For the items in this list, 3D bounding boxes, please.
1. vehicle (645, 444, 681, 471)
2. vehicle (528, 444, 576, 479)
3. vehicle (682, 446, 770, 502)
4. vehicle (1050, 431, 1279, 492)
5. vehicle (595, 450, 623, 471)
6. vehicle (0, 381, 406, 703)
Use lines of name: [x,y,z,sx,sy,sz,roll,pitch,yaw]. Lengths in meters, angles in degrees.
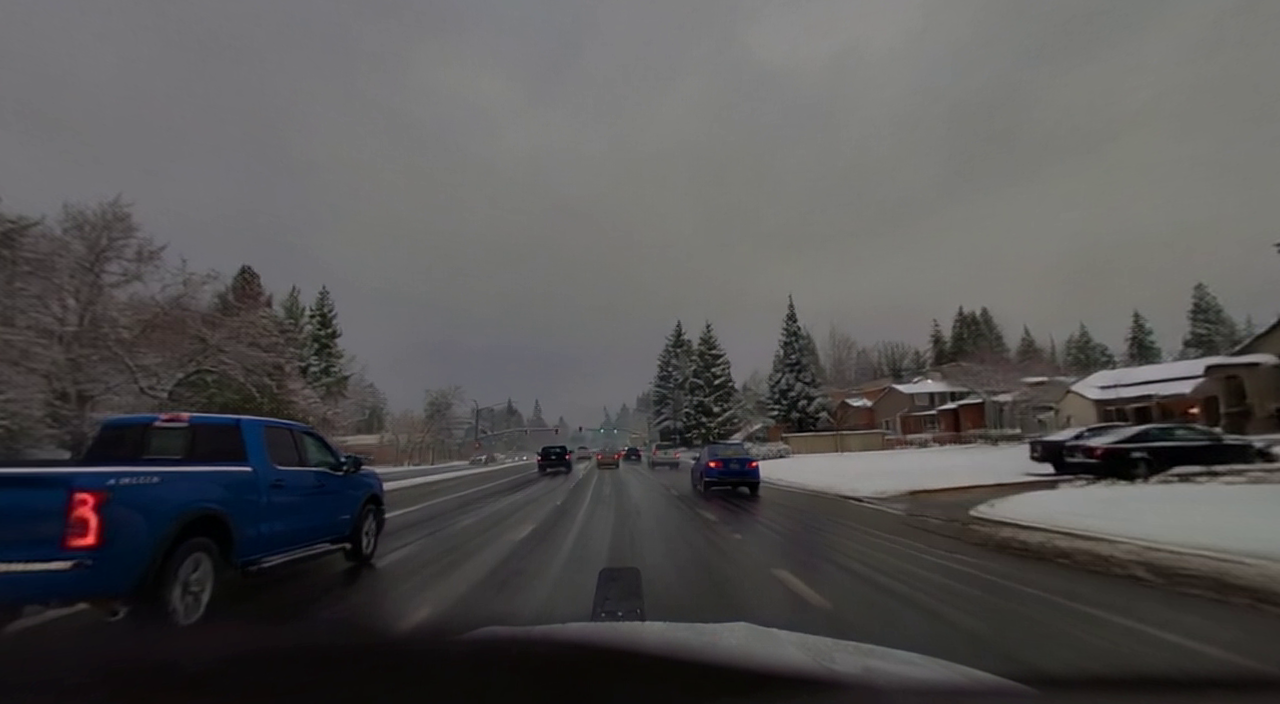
vehicle: [1.570,7.538,45.308,2.099,1.845,4.363,0,-9,-4]
vehicle: [-4.881,6.164,35.827,2.218,1.829,4.492,0,-9,-2]
vehicle: [2.452,3.589,19.108,1.884,1.463,4.195,0,-9,-3]
vehicle: [13.611,2.796,16.316,4.597,1.439,2.062,0,-9,-1]
vehicle: [-2.440,8.275,48.416,2.030,1.477,4.330,0,-9,-4]
vehicle: [-4.047,1.391,5.454,2.111,1.745,5.274,0,-8,-1]
